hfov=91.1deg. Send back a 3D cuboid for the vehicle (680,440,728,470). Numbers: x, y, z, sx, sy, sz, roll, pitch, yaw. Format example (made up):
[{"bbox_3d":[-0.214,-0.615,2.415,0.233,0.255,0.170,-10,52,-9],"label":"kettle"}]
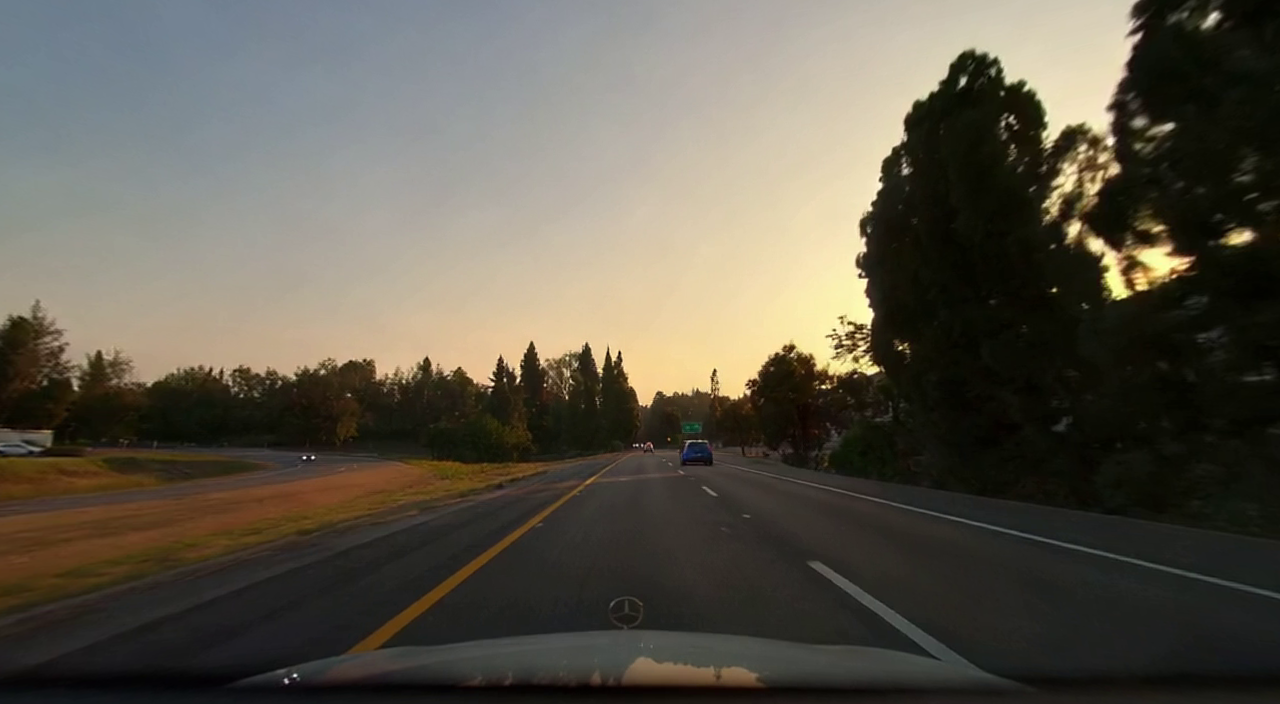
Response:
[{"bbox_3d":[3.467,5.693,34.794,2.079,1.531,3.997,0,-8,-2],"label":"vehicle"}]
